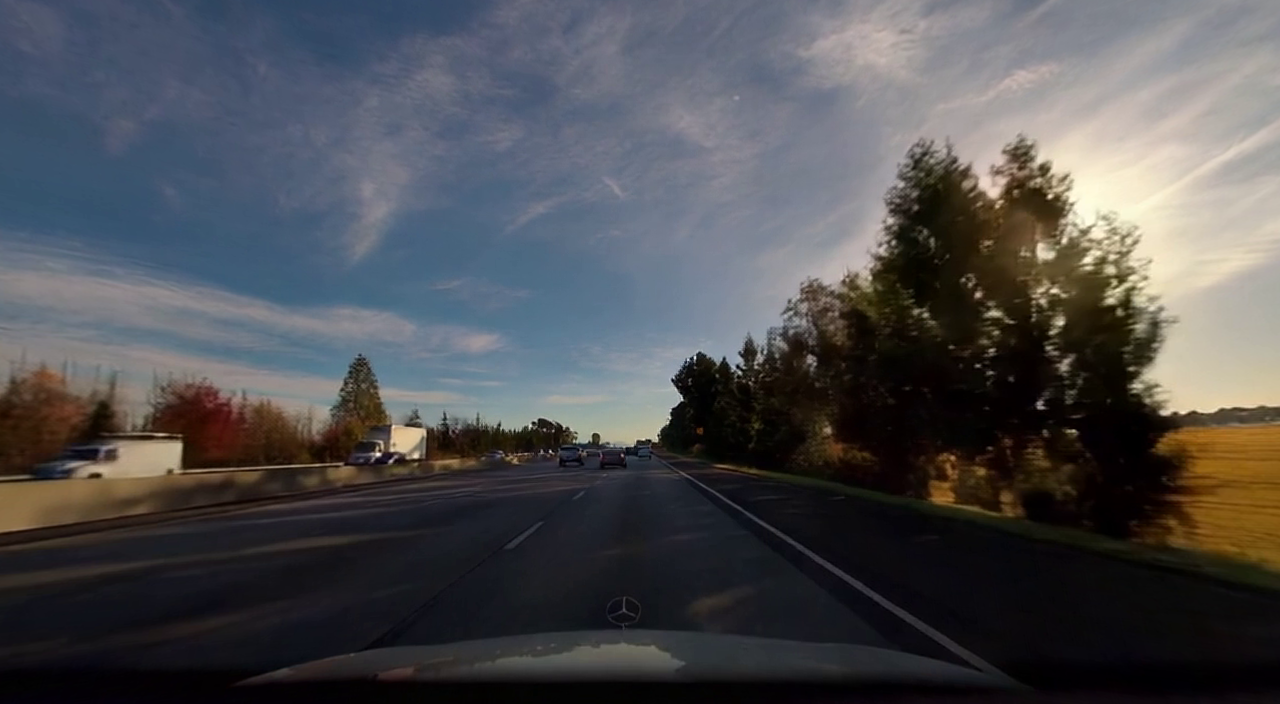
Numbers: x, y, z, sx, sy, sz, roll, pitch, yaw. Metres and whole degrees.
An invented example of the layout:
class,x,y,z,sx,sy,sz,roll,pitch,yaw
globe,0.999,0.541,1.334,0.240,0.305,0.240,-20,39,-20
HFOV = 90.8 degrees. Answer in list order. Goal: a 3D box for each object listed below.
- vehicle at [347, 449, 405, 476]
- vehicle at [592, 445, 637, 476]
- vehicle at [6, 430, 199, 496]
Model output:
class,x,y,z,sx,sy,sz,roll,pitch,yaw
vehicle,-15.484,6.482,37.222,1.790,1.444,3.647,0,-9,1
vehicle,-1.251,5.598,32.853,2.110,1.500,4.259,0,-9,1
vehicle,-18.889,3.931,22.654,2.177,2.067,5.288,0,-9,0
